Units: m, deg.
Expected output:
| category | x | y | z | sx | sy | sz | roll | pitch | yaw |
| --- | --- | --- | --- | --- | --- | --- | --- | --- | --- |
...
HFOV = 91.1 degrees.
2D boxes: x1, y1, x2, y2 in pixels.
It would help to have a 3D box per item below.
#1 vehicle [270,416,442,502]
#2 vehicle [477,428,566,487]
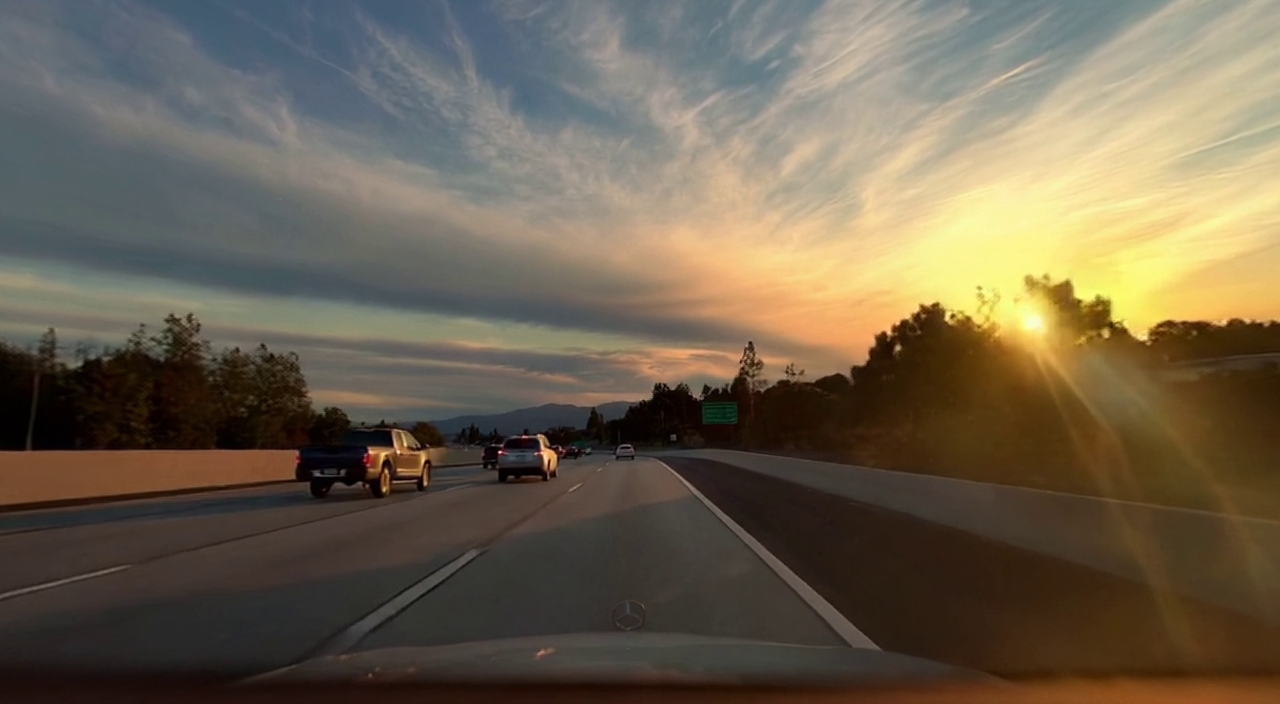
| category | x | y | z | sx | sy | sz | roll | pitch | yaw |
| --- | --- | --- | --- | --- | --- | --- | --- | --- | --- |
| vehicle | -7.335 | 2.832 | 17.031 | 2.160 | 1.949 | 5.293 | 0 | -8 | 0 |
| vehicle | -3.915 | 3.592 | 21.725 | 2.142 | 1.789 | 5.009 | 0 | -8 | 0 |
